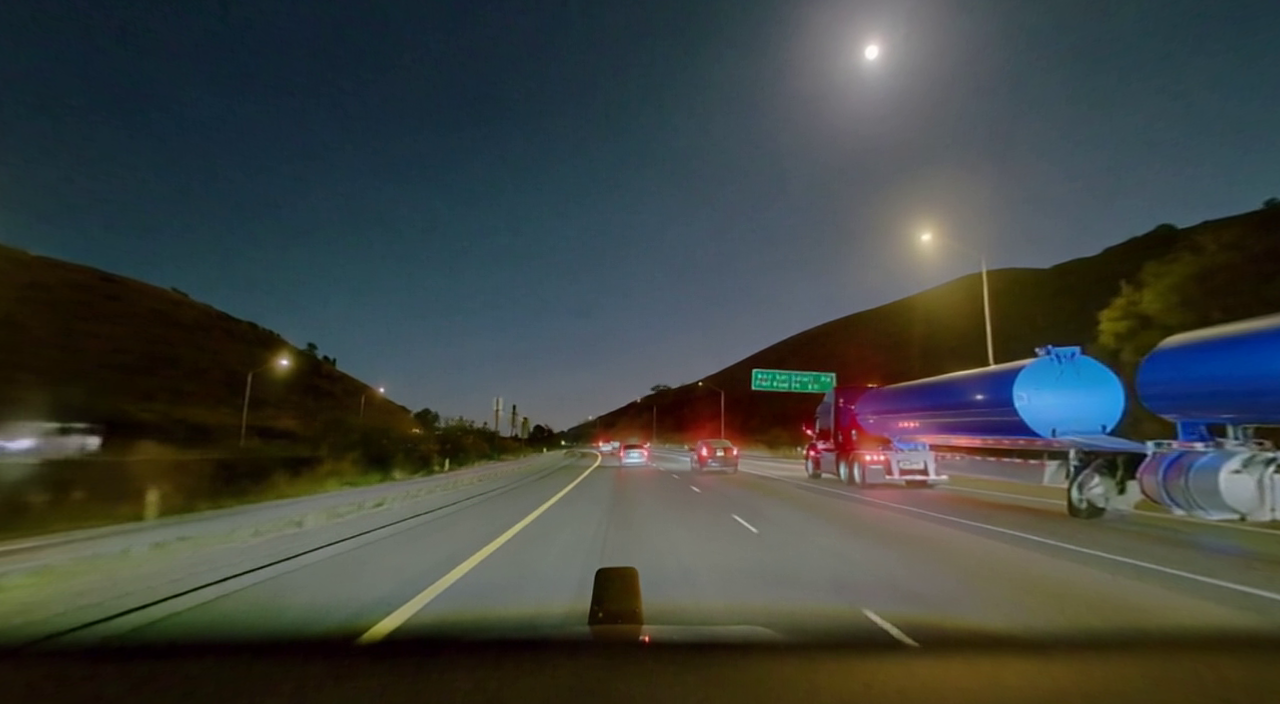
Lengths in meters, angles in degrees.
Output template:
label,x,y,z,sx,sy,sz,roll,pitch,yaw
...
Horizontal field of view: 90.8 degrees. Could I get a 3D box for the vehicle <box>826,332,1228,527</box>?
label,x,y,z,sx,sy,sz,roll,pitch,yaw
vehicle,7.316,1.874,14.503,2.880,2.975,9.608,0,-9,-2

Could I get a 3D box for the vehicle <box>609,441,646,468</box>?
label,x,y,z,sx,sy,sz,roll,pitch,yaw
vehicle,-0.767,5.978,37.114,2.083,1.477,3.965,0,-9,-2

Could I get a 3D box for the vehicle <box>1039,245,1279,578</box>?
label,x,y,z,sx,sy,sz,roll,pitch,yaw
vehicle,7.631,0.369,4.742,2.805,3.212,9.978,0,-9,1

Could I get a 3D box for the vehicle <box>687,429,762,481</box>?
label,x,y,z,sx,sy,sz,roll,pitch,yaw
vehicle,3.139,3.973,24.533,2.098,1.794,4.561,0,-9,-2
